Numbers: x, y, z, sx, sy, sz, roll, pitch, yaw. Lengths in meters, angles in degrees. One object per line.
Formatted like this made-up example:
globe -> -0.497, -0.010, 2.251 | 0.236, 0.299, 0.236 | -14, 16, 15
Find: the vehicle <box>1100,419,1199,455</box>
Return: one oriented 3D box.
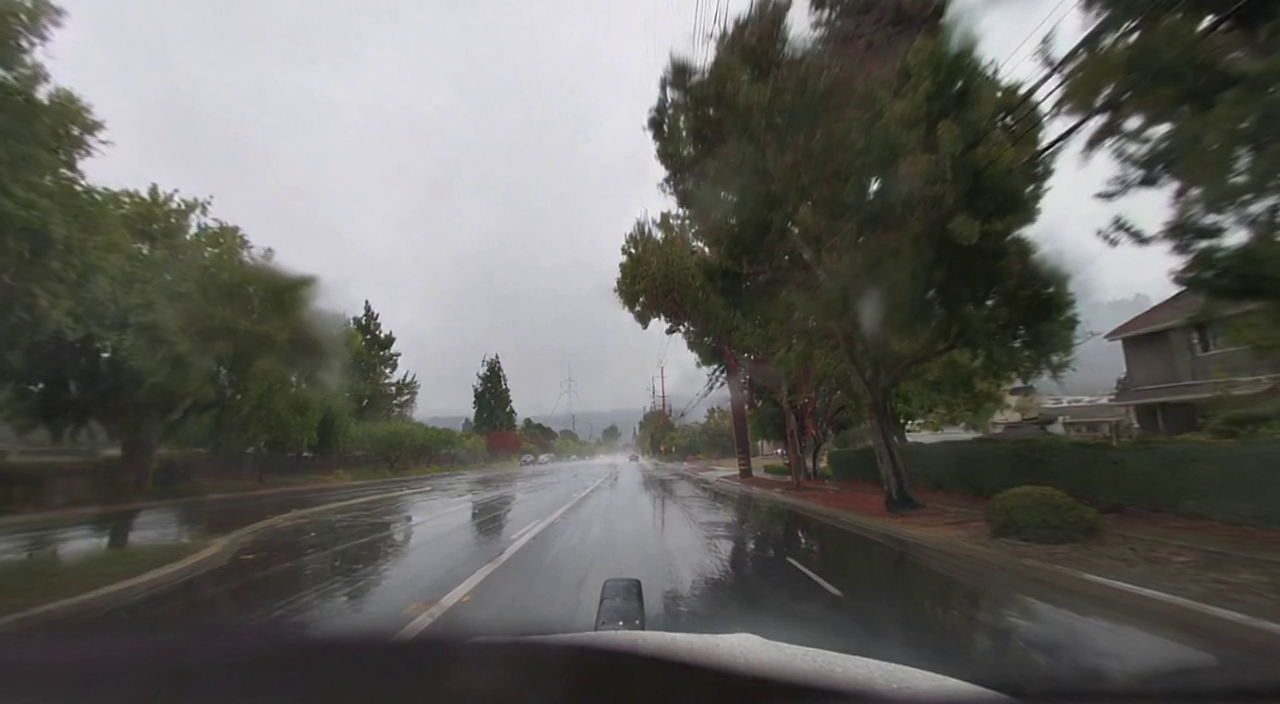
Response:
vehicle -> 29.455, 5.026, 36.750 | 1.877, 1.757, 4.937 | 2, -11, 4
